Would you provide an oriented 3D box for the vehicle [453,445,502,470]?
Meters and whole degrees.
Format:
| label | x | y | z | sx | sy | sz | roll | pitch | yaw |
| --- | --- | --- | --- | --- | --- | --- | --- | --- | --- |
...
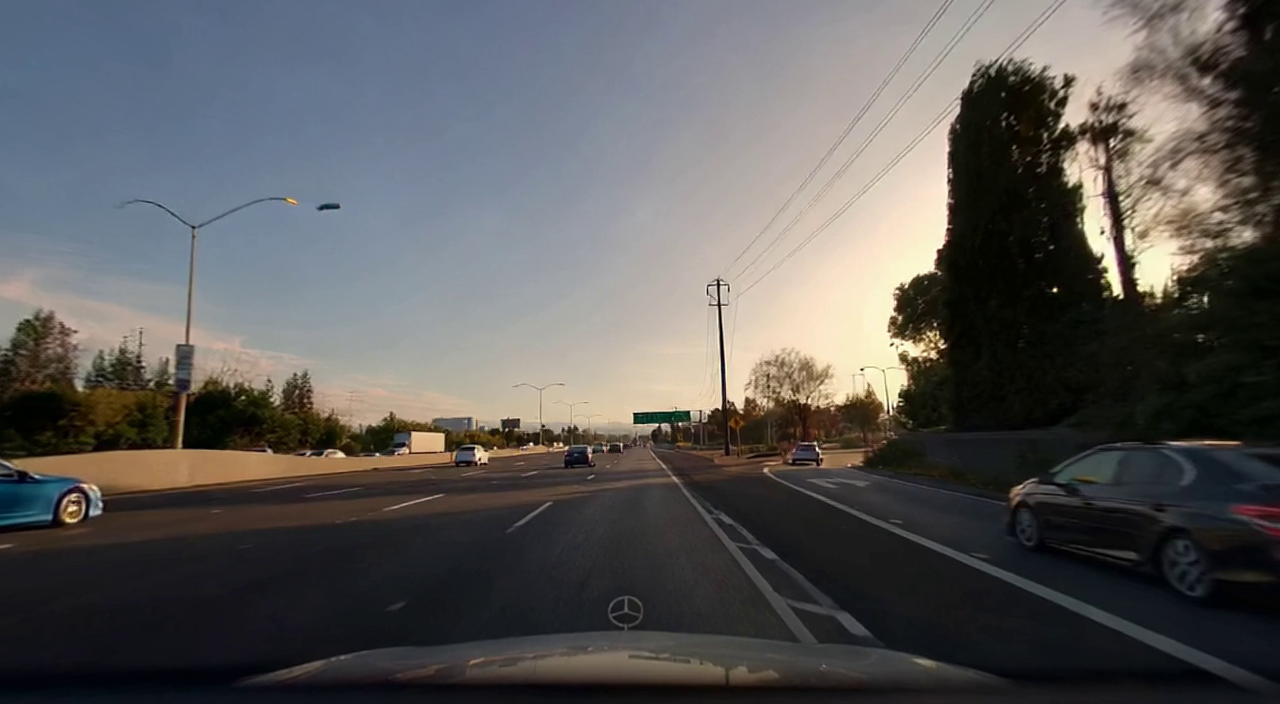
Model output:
| label | x | y | z | sx | sy | sz | roll | pitch | yaw |
| --- | --- | --- | --- | --- | --- | --- | --- | --- | --- |
| vehicle | -10.012 | 6.525 | 39.190 | 1.930 | 1.490 | 3.955 | 0 | -8 | 1 |

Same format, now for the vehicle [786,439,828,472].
| label | x | y | z | sx | sy | sz | roll | pitch | yaw |
| --- | --- | --- | --- | --- | --- | --- | --- | --- | --- |
| vehicle | 9.953 | 6.185 | 37.884 | 2.127 | 1.815 | 4.777 | -2 | -8 | 11 |

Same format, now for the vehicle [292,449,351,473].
| label | x | y | z | sx | sy | sz | roll | pitch | yaw |
| --- | --- | --- | --- | --- | --- | --- | --- | --- | --- |
| vehicle | -22.400 | 7.657 | 44.568 | 1.857 | 1.521 | 4.220 | 0 | -8 | 2 |

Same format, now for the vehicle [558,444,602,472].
| label | x | y | z | sx | sy | sz | roll | pitch | yaw |
| --- | --- | --- | --- | --- | --- | --- | --- | --- | --- |
| vehicle | -3.323 | 5.941 | 35.710 | 2.050 | 1.479 | 4.342 | 0 | -8 | 1 |

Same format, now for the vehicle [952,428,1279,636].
| label | x | y | z | sx | sy | sz | roll | pitch | yaw |
| --- | --- | --- | --- | --- | --- | --- | --- | --- | --- |
| vehicle | 5.362 | 1.600 | 6.735 | 2.002 | 1.457 | 4.497 | -1 | -8 | 4 |

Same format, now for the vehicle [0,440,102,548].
| label | x | y | z | sx | sy | sz | roll | pitch | yaw |
| --- | --- | --- | --- | --- | --- | --- | --- | --- | --- |
| vehicle | -10.154 | 1.909 | 8.201 | 2.002 | 1.526 | 4.822 | 0 | -8 | 1 |

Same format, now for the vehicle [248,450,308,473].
| label | x | y | z | sx | sy | sz | roll | pitch | yaw |
| --- | --- | --- | --- | --- | --- | --- | --- | --- | --- |
| vehicle | -25.993 | 7.833 | 45.423 | 1.962 | 1.489 | 4.009 | 0 | -8 | 0 |
